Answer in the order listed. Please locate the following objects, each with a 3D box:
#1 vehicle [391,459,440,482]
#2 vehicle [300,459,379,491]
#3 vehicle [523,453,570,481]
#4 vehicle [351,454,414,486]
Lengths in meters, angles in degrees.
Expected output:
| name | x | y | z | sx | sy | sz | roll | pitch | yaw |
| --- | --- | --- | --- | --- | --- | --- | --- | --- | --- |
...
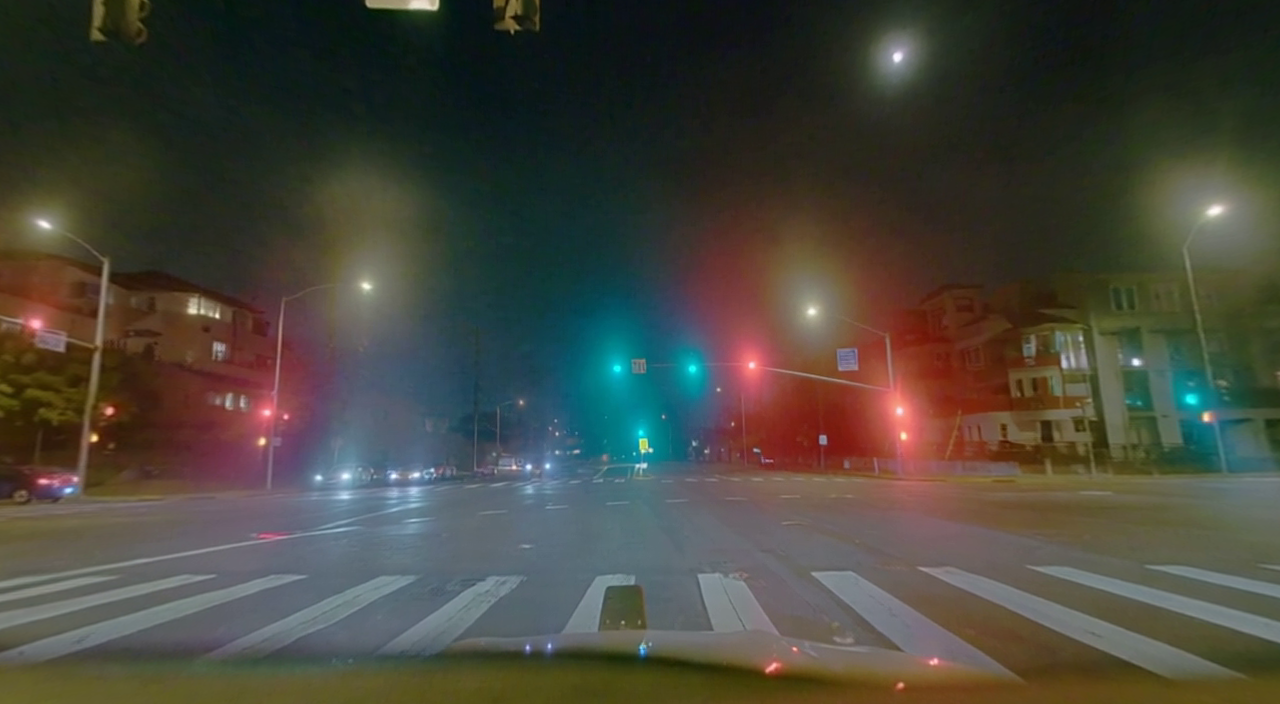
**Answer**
| name | x | y | z | sx | sy | sz | roll | pitch | yaw |
| --- | --- | --- | --- | --- | --- | --- | --- | --- | --- |
| vehicle | -16.182 | 8.510 | 45.437 | 1.804 | 1.486 | 4.625 | 0 | -9 | 1 |
| vehicle | -16.102 | 6.606 | 33.961 | 2.055 | 1.506 | 4.663 | 0 | -9 | -1 |
| vehicle | -5.483 | 6.805 | 37.391 | 2.154 | 1.501 | 4.416 | 0 | -9 | 0 |
| vehicle | -16.220 | 7.412 | 39.843 | 1.960 | 1.819 | 5.018 | 0 | -9 | -2 |
